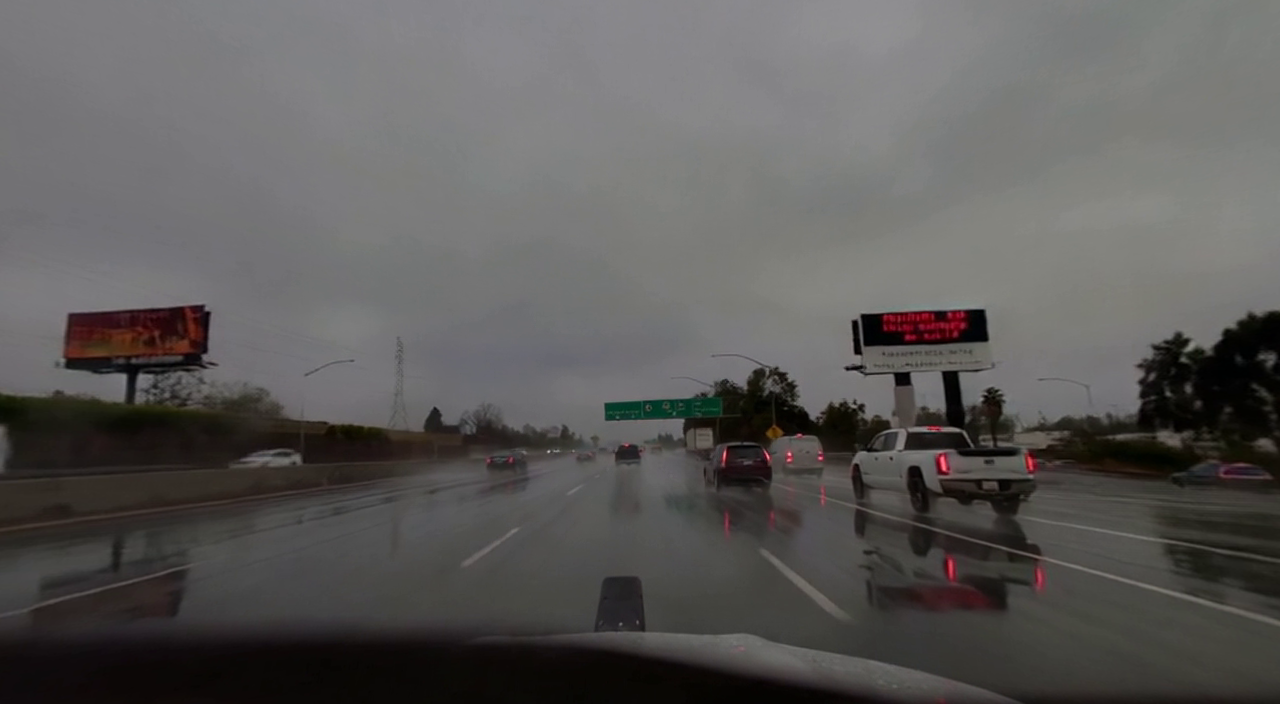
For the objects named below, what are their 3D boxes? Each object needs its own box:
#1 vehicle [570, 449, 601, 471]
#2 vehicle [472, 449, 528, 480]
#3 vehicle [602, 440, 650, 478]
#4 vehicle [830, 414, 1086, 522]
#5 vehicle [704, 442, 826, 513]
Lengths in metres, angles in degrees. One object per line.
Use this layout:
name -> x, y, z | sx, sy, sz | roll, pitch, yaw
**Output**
vehicle -> -4.036, 8.044, 47.294 | 1.935, 1.487, 4.076 | 0, -8, 0
vehicle -> -7.188, 5.810, 32.861 | 1.920, 1.482, 4.385 | 0, -8, 0
vehicle -> -0.693, 5.535, 32.890 | 2.323, 1.805, 4.729 | 0, -9, 0
vehicle -> 6.574, 2.508, 14.278 | 2.635, 1.919, 5.907 | 0, -8, -1
vehicle -> 2.848, 2.958, 15.455 | 2.011, 1.462, 4.286 | 0, -8, -1
